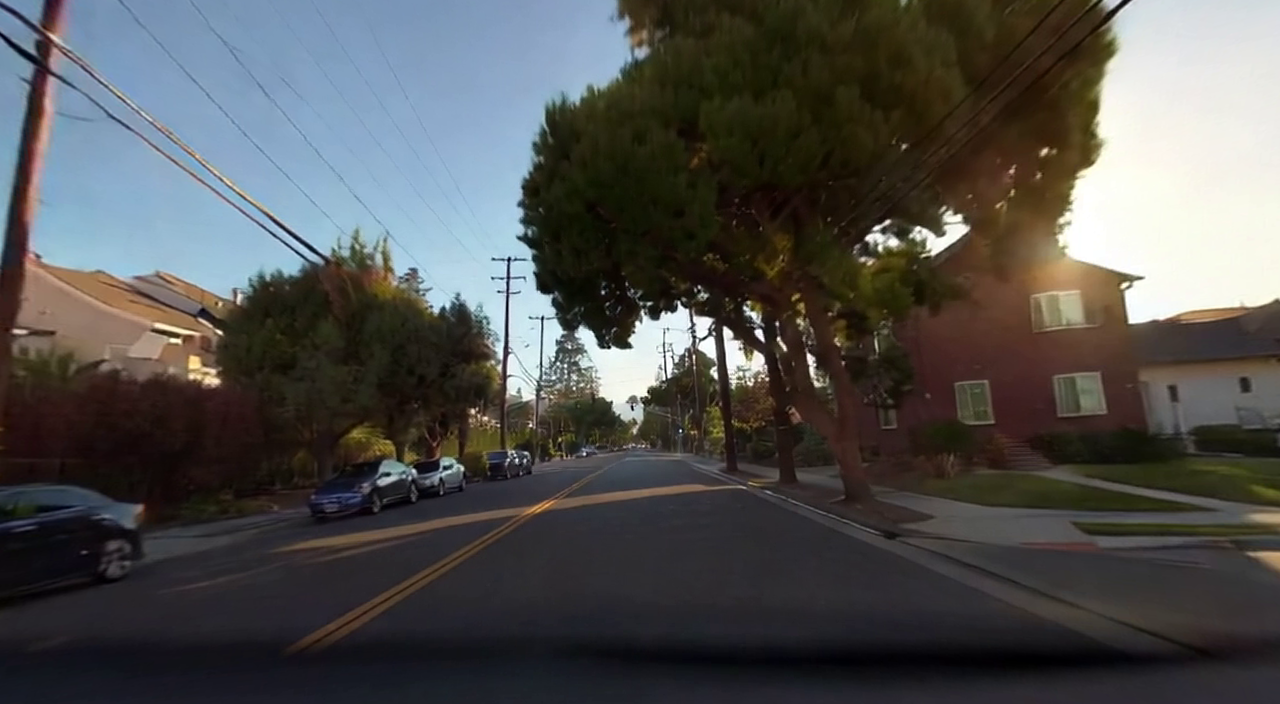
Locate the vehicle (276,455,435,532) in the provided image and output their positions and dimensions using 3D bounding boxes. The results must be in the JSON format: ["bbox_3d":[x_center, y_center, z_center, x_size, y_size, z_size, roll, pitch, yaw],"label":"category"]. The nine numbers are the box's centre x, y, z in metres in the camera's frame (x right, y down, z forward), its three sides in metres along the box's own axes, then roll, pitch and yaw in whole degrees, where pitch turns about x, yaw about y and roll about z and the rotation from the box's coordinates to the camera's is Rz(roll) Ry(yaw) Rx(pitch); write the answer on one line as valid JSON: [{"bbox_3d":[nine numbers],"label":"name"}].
[{"bbox_3d":[-7.363,3.642,16.951,1.839,1.494,4.757,-9,-9,2],"label":"vehicle"}]

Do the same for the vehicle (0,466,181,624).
[{"bbox_3d":[-7.476,2.087,6.978,1.949,1.512,3.818,0,-9,-1],"label":"vehicle"}]

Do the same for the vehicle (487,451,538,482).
[{"bbox_3d":[-7.317,6.549,36.511,1.928,1.481,4.152,-6,-9,1],"label":"vehicle"}]
